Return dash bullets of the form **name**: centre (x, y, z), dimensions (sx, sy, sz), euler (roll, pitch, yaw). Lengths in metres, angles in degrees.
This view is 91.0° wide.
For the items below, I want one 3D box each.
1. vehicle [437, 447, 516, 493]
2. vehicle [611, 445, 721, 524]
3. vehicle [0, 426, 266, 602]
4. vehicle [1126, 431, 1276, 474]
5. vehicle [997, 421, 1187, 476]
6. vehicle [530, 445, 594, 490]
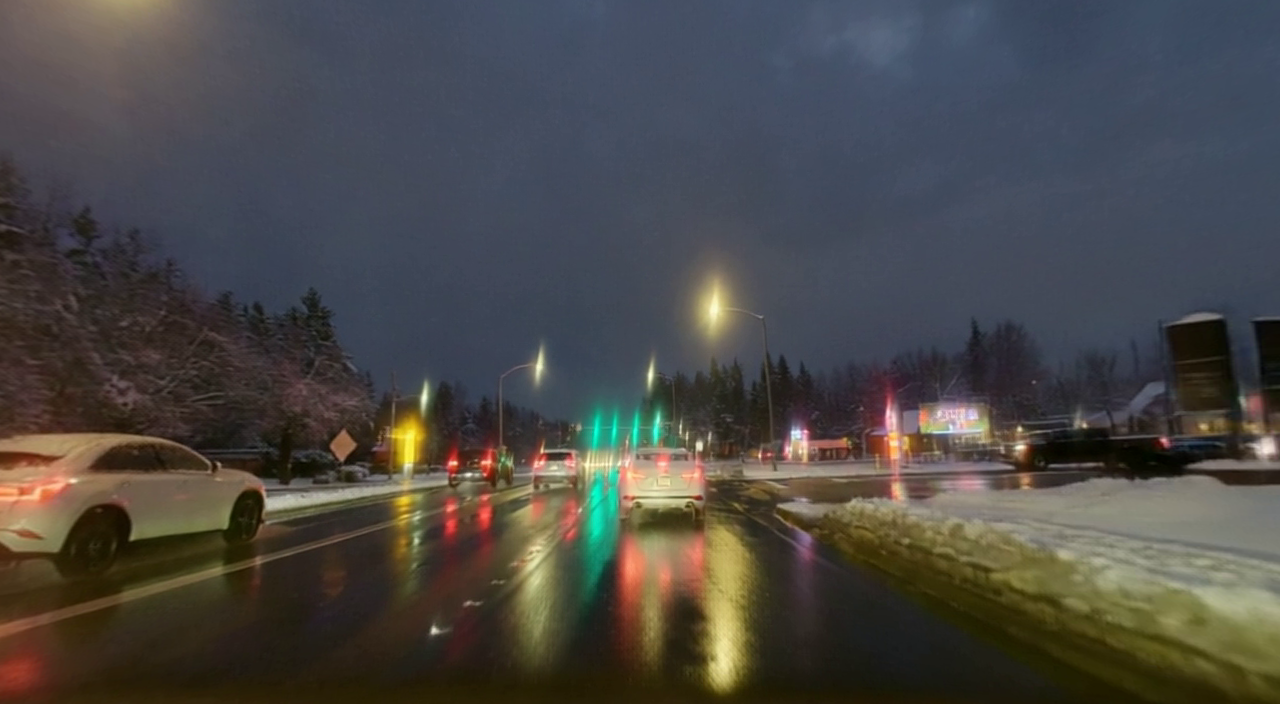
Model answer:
- **vehicle**: centre (-6.860, 4.964, 26.976), dimensions (2.032, 1.767, 4.549), euler (0, -9, 1)
- **vehicle**: centre (0.518, 2.831, 14.053), dimensions (2.091, 1.494, 3.962), euler (0, -8, 1)
- **vehicle**: centre (-7.050, 1.842, 7.957), dimensions (1.968, 1.657, 4.230), euler (0, -9, 1)
- **vehicle**: centre (22.257, 4.010, 25.136), dimensions (4.220, 1.550, 1.935), euler (-8, -12, 43)
- **vehicle**: centre (18.003, 3.870, 25.337), dimensions (5.852, 1.962, 2.323), euler (-8, -11, 41)
- **vehicle**: centre (-3.241, 4.925, 27.281), dimensions (2.055, 1.725, 4.732), euler (0, -9, 1)
